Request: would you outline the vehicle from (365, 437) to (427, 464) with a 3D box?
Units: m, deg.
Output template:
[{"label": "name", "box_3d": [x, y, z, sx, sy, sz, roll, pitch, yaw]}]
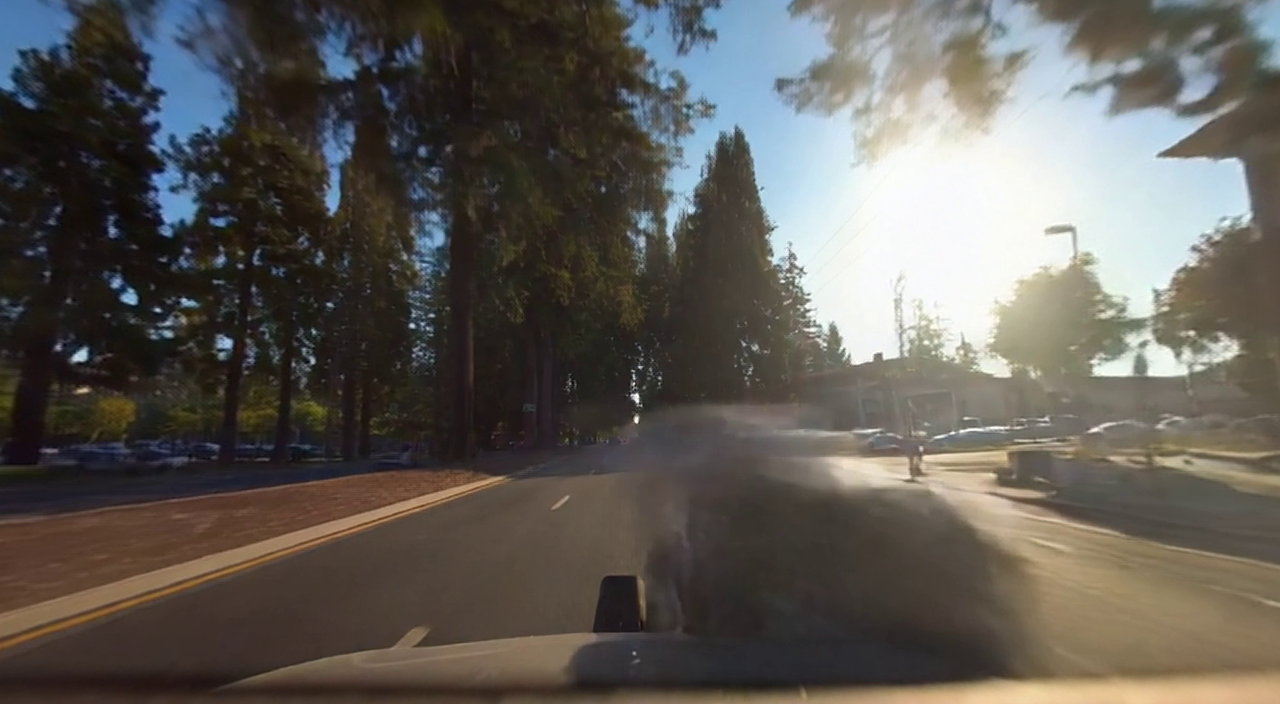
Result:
[{"label": "vehicle", "box_3d": [-14.421, 5.849, 37.418, 1.862, 1.485, 4.611, 0, -8, 0]}]

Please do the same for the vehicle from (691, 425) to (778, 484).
[{"label": "vehicle", "box_3d": [2.862, 3.225, 20.038, 2.022, 1.656, 4.025, 0, -8, -2]}]
